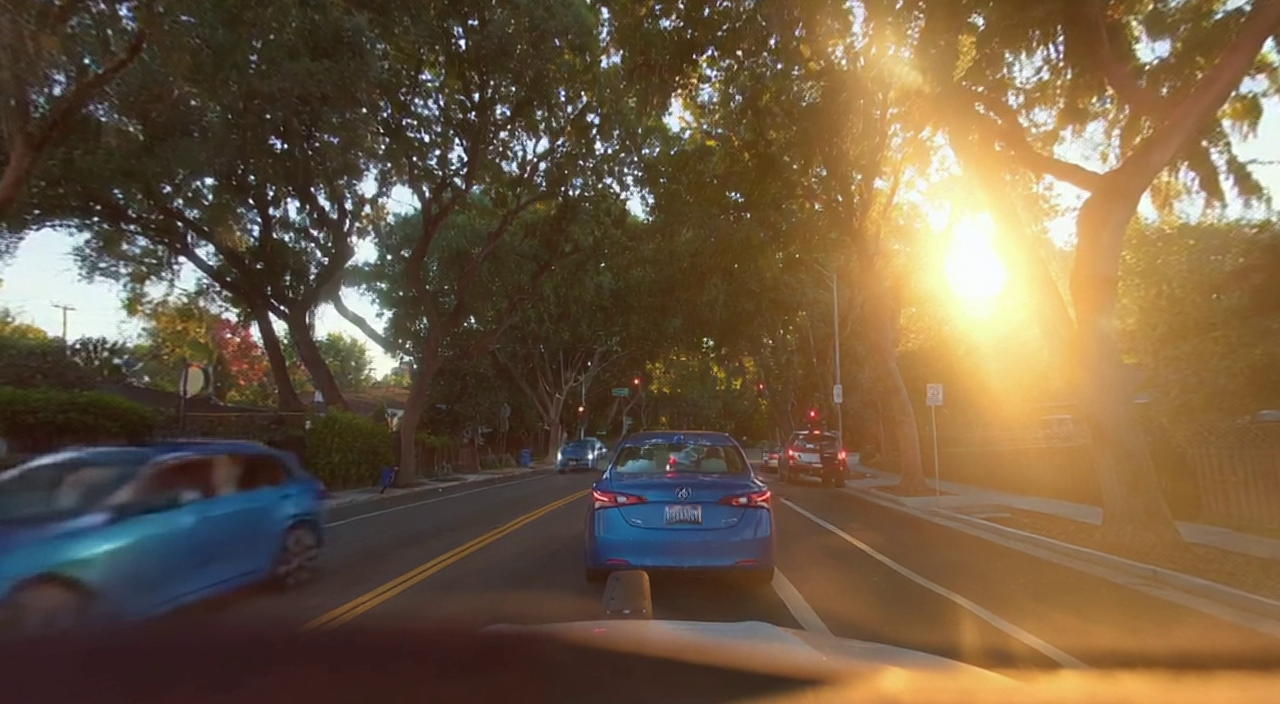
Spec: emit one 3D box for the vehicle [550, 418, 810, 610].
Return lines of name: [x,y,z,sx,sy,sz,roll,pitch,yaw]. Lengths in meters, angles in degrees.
vehicle: [0.354,1.589,7.090,2.070,1.516,3.936,0,-8,1]

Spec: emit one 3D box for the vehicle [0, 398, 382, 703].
vehicle: [-4.197,1.422,5.215,2.160,1.507,4.470,-6,-9,1]
